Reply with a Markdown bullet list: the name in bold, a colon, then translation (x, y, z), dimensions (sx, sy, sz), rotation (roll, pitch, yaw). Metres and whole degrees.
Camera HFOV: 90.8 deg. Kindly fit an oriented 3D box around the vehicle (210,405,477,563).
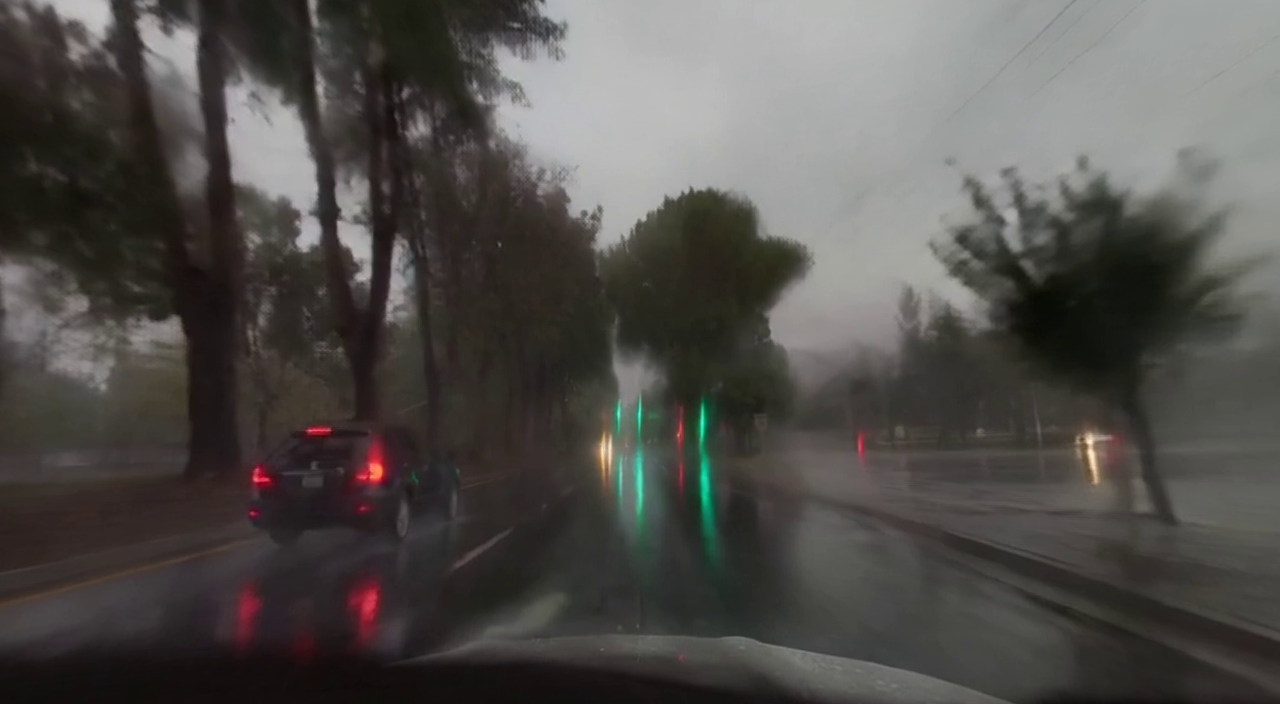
- **vehicle**: translation (-3.922, 1.792, 9.269), dimensions (2.018, 1.769, 3.897), rotation (-1, -8, 0)
